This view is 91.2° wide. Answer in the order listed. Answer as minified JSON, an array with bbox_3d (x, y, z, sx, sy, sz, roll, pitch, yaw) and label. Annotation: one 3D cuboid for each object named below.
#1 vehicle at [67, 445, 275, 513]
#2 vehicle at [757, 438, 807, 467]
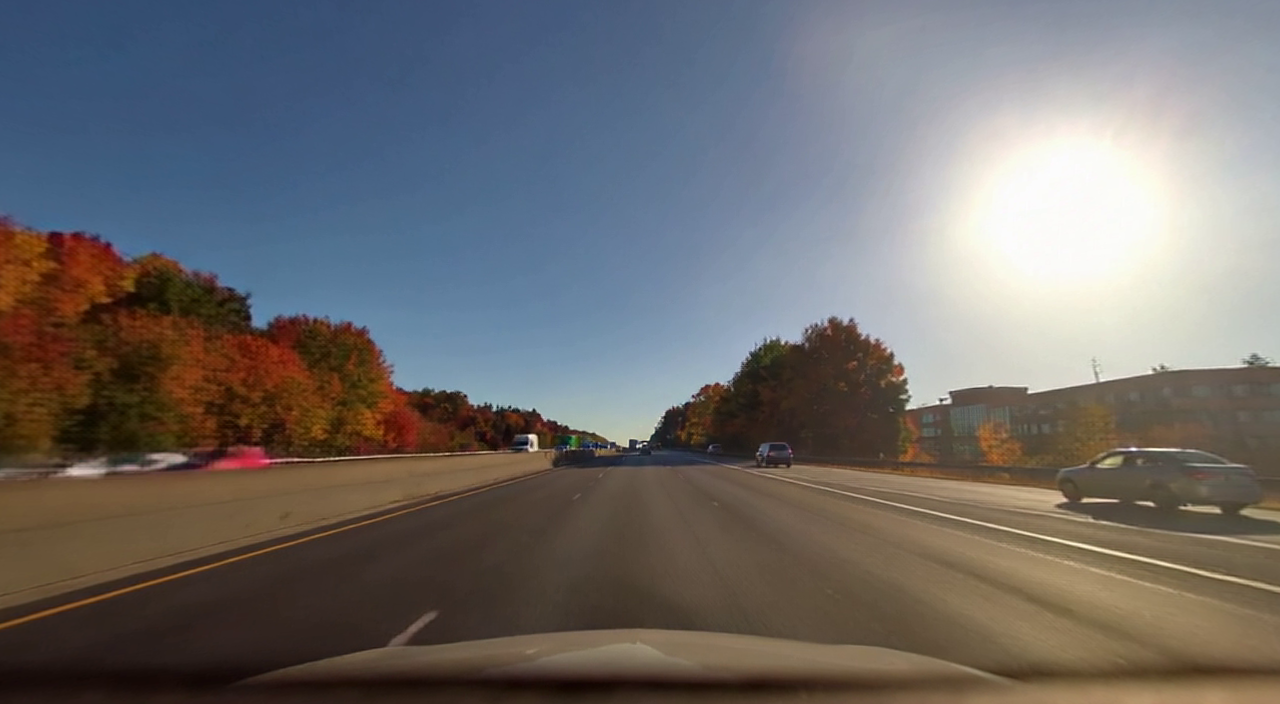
[{"bbox_3d":[-11.851,3.205,16.324,2.037,1.490,4.375,0,-9,0],"label":"vehicle"},{"bbox_3d":[9.394,6.694,41.776,2.034,1.770,4.637,0,-9,-2],"label":"vehicle"}]
